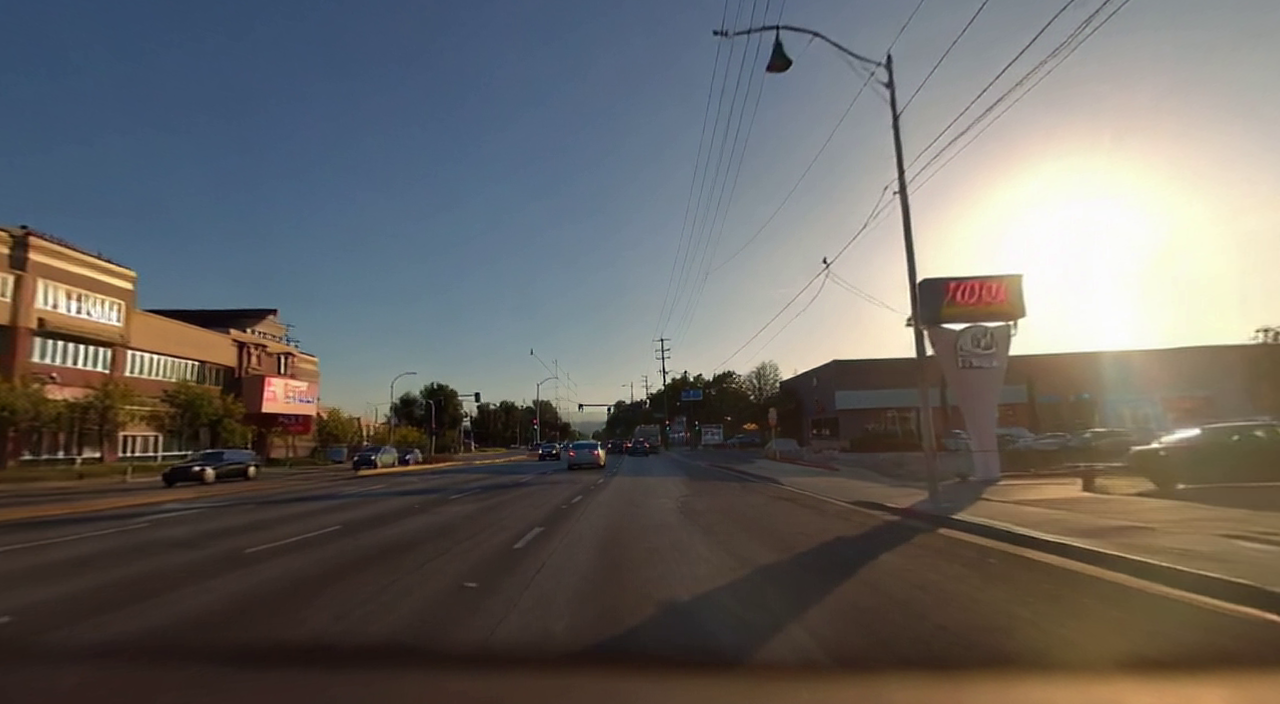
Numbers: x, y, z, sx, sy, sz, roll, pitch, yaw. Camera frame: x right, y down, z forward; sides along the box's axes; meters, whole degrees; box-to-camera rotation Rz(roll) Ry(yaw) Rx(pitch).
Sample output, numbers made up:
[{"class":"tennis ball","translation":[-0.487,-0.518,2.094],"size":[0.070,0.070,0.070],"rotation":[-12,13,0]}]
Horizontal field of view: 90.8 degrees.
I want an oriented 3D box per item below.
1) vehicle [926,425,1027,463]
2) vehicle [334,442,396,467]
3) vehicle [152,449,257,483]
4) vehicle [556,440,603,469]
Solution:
[{"class":"vehicle","translation":[14.718,4.072,28.056],"size":[2.036,1.520,5.417],"rotation":[-1,-8,7]},{"class":"vehicle","translation":[-20.786,7.773,48.020],"size":[2.211,1.813,4.818],"rotation":[-1,-9,6]},{"class":"vehicle","translation":[-20.671,5.385,30.231],"size":[1.818,1.488,4.344],"rotation":[-1,-9,2]},{"class":"vehicle","translation":[-3.330,5.782,35.713],"size":[2.179,1.490,4.742],"rotation":[0,-9,0]}]
